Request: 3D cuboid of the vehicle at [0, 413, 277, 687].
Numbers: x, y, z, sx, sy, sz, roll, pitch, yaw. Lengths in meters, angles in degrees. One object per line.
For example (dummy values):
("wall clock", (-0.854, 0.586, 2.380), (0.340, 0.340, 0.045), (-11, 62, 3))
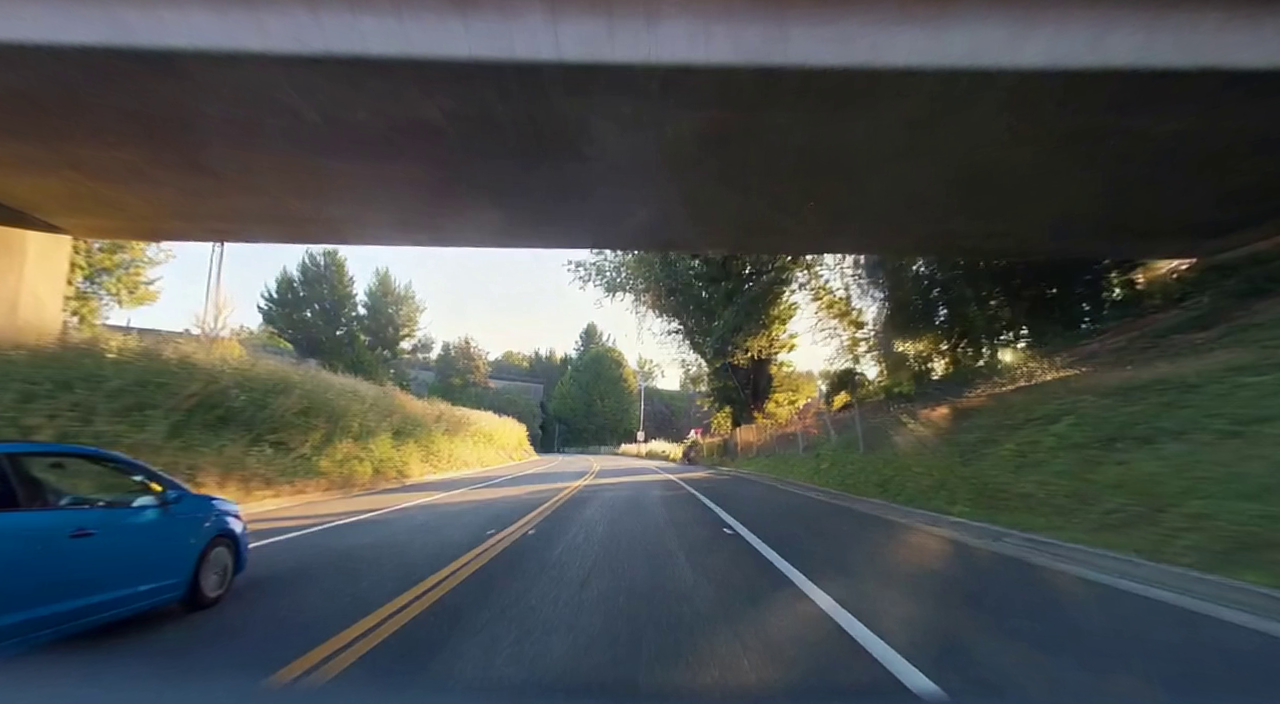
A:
("vehicle", (-4.529, 1.153, 3.834), (1.968, 1.503, 4.443), (0, -9, 0))
